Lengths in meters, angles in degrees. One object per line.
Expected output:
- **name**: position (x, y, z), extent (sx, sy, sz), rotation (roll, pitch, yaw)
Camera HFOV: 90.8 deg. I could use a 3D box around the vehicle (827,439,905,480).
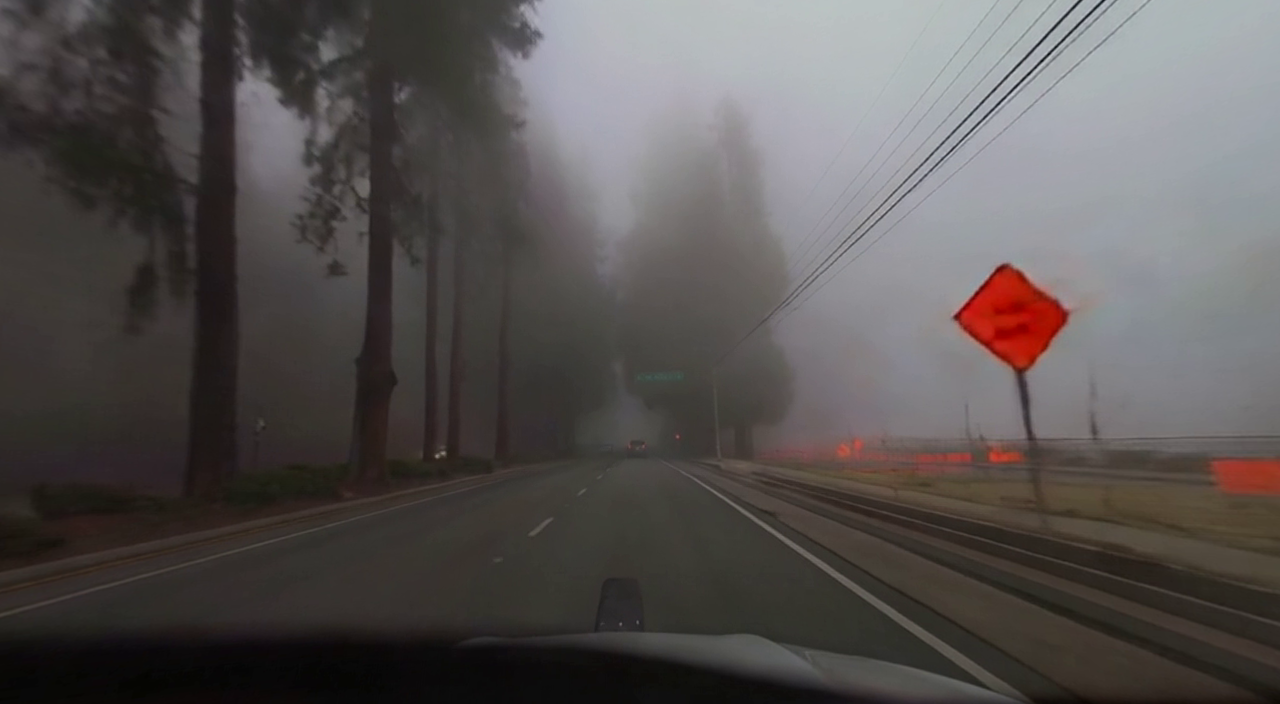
- **vehicle**: position (8.673, 4.152, 24.587), extent (1.733, 1.449, 3.764), rotation (0, -9, 1)
